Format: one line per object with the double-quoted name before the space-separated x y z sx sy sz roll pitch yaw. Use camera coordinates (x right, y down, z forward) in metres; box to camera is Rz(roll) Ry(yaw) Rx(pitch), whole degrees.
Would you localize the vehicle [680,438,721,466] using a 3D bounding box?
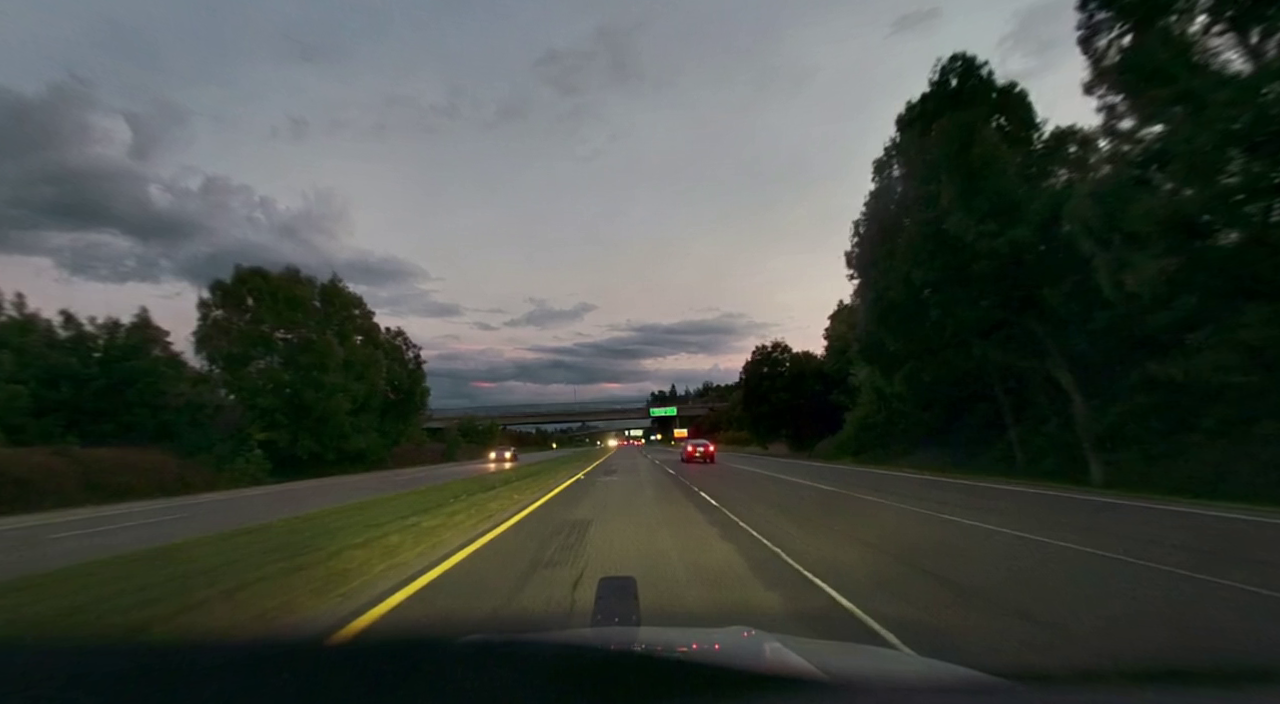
"vehicle" 3.278 5.510 34.820 1.781 1.470 3.540 0 -8 -2
